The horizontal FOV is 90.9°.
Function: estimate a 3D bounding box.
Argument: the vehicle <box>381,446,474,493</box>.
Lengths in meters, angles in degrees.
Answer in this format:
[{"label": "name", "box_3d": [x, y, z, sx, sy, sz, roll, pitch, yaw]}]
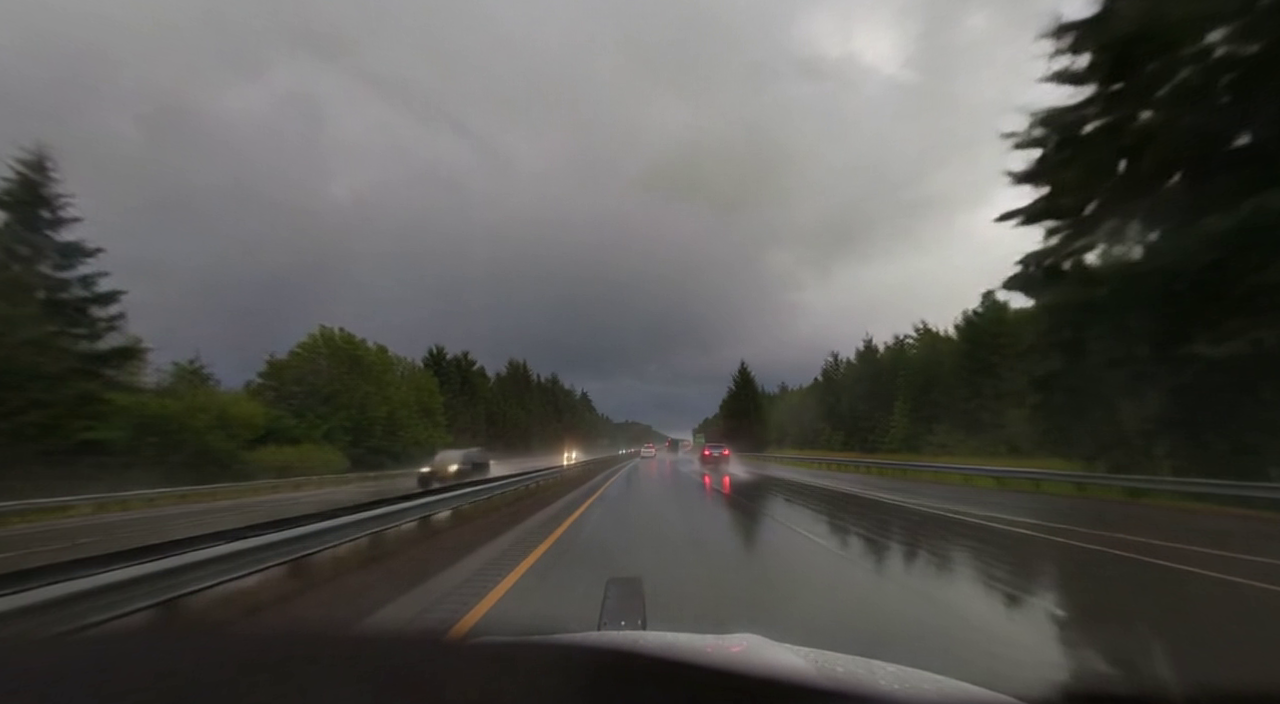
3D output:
[{"label": "vehicle", "box_3d": [-8.598, 4.775, 26.019, 2.094, 1.707, 4.766, 0, -9, 0]}]

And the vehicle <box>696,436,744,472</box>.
[{"label": "vehicle", "box_3d": [4.709, 6.112, 37.808, 2.189, 2.007, 4.872, 0, -9, -1]}]
